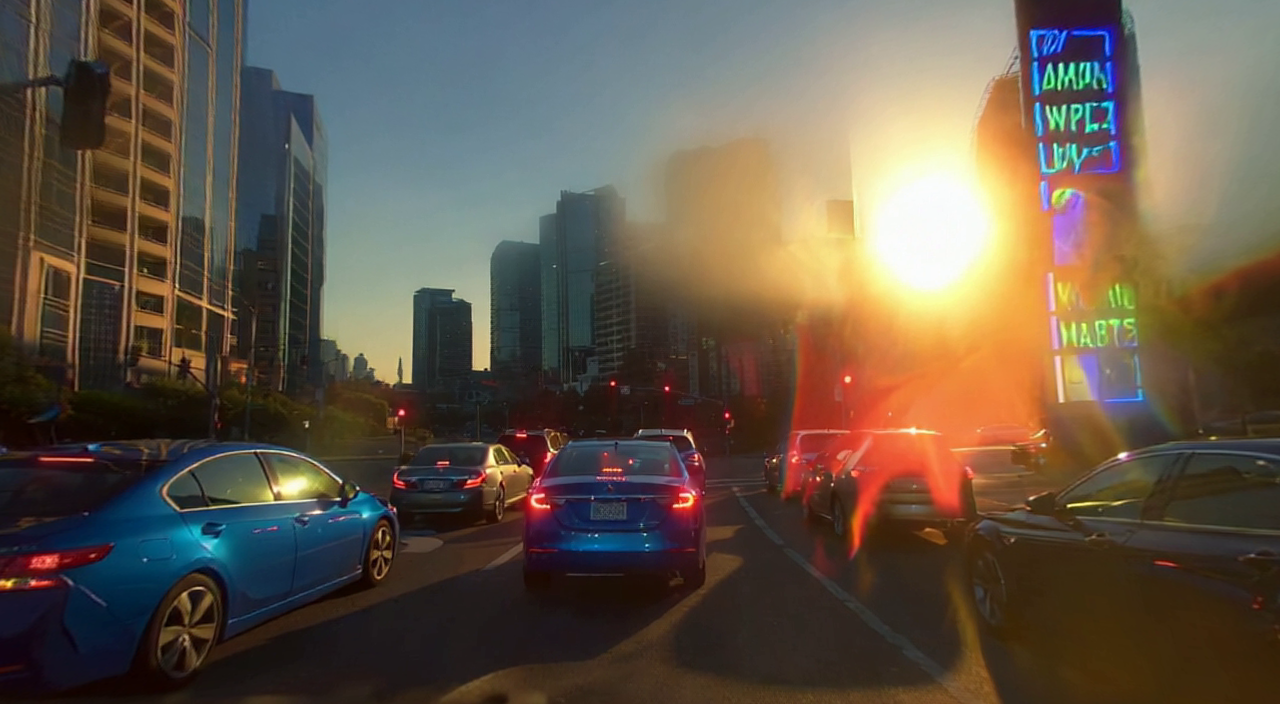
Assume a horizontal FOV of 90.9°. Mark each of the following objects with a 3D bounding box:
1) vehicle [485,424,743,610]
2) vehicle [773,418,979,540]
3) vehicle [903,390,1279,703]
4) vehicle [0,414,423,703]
[{"bbox_3d":[-0.197,1.625,7.122,2.059,1.477,3.988,0,-8,0],"label":"vehicle"},{"bbox_3d":[3.763,2.100,11.015,2.007,1.683,4.171,0,-8,1],"label":"vehicle"},{"bbox_3d":[3.413,1.075,3.572,1.981,1.499,4.536,0,-8,2],"label":"vehicle"},{"bbox_3d":[-3.407,1.299,4.717,1.980,1.454,4.226,0,-8,1],"label":"vehicle"}]
